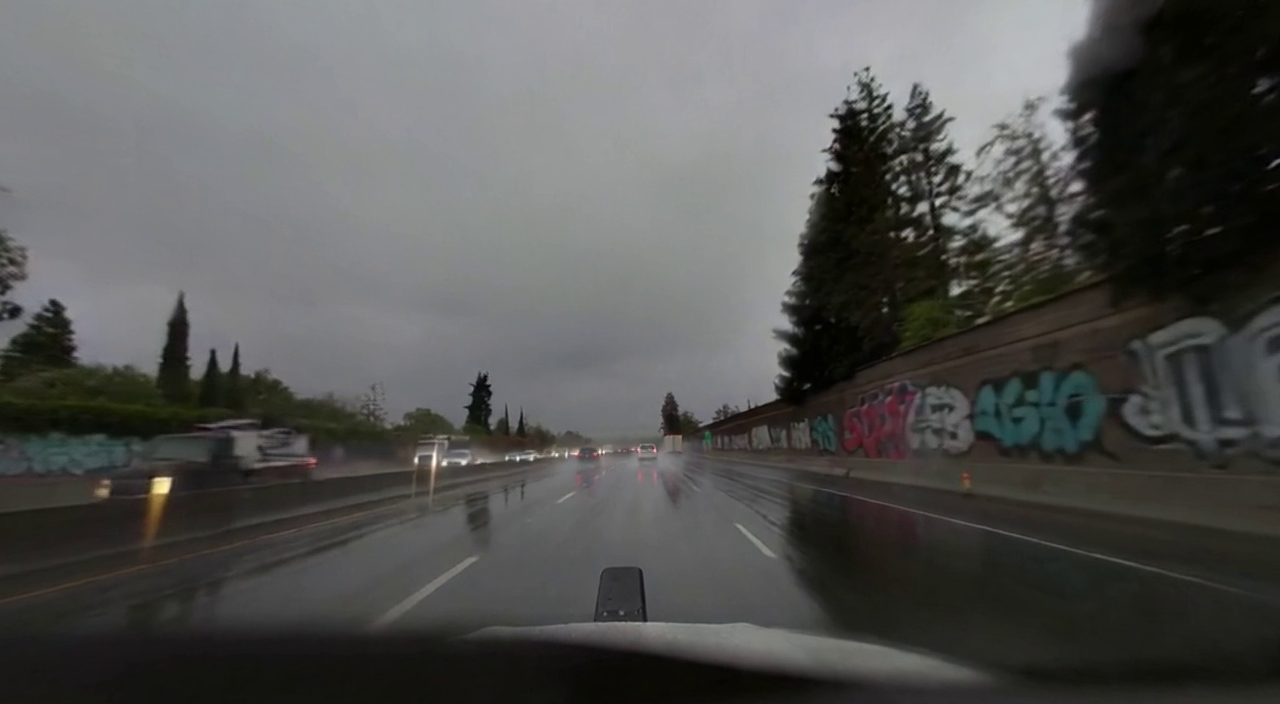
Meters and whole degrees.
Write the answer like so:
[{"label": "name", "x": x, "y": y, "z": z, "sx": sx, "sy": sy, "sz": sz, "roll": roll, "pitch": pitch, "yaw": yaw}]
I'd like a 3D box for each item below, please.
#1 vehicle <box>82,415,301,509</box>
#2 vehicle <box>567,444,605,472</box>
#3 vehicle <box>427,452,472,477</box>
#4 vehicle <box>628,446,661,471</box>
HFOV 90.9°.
[{"label": "vehicle", "x": -16.884, "y": 4.235, "z": 24.660, "sx": 2.908, "sy": 3.076, "sz": 7.474, "roll": -1, "pitch": -9, "yaw": 1}, {"label": "vehicle", "x": -3.459, "y": 6.927, "z": 41.260, "sx": 2.095, "sy": 1.671, "sz": 4.193, "roll": -1, "pitch": -9, "yaw": 1}, {"label": "vehicle", "x": -12.328, "y": 7.296, "z": 40.952, "sx": 1.853, "sy": 1.521, "sz": 3.633, "roll": 0, "pitch": -9, "yaw": -1}, {"label": "vehicle", "x": 0.261, "y": 6.920, "z": 41.008, "sx": 2.009, "sy": 1.506, "sz": 4.091, "roll": -1, "pitch": -9, "yaw": 0}]
